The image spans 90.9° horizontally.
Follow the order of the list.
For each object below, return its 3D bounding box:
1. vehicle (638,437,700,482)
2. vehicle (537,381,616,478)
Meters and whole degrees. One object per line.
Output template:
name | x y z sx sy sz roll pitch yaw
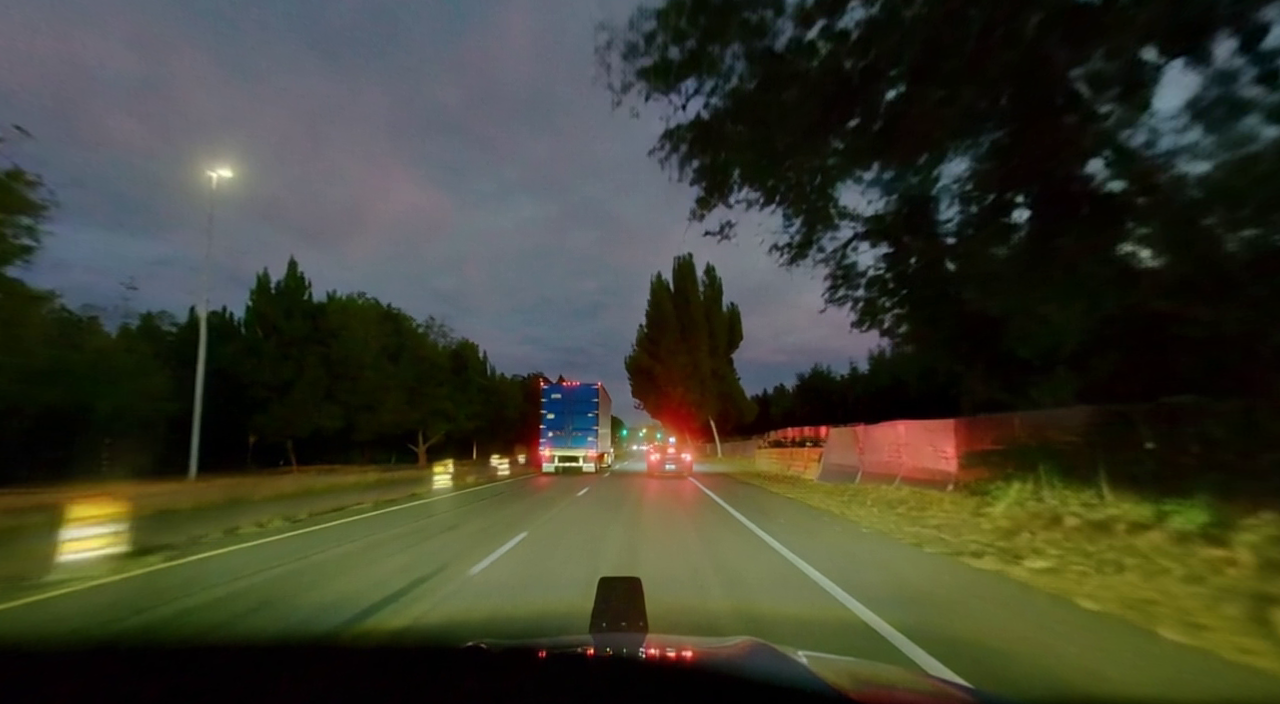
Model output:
vehicle | 1.103 4.368 25.950 2.304 1.675 4.462 0 -8 0
vehicle | -2.993 4.442 34.728 2.906 4.115 15.715 0 -8 0
